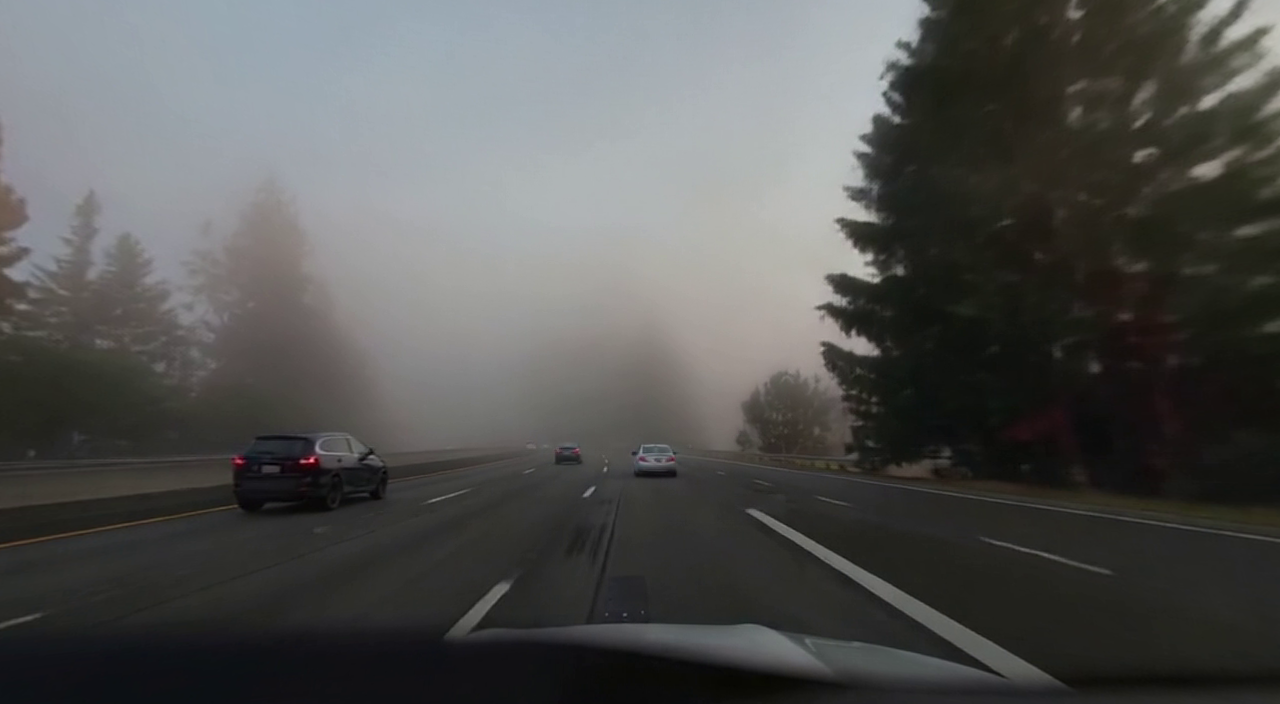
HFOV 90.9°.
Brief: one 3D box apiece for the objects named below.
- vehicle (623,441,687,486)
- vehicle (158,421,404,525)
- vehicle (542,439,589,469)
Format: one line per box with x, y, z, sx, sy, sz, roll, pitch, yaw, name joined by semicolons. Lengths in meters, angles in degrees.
0.438;3.867;22.173;2.051;1.444;3.927;0;-9;-1;vehicle
-6.763;2.336;12.710;2.221;1.693;4.631;0;-9;0;vehicle
-4.110;5.755;35.740;2.246;1.519;4.980;0;-9;-2;vehicle
